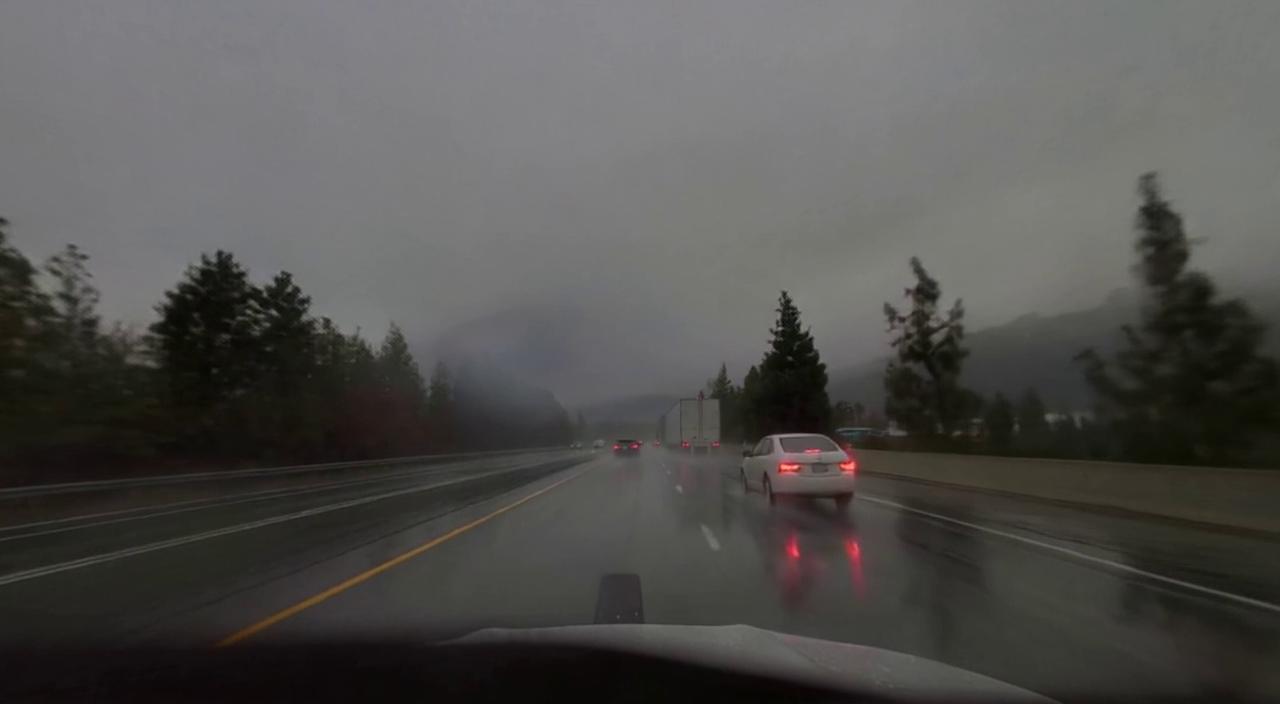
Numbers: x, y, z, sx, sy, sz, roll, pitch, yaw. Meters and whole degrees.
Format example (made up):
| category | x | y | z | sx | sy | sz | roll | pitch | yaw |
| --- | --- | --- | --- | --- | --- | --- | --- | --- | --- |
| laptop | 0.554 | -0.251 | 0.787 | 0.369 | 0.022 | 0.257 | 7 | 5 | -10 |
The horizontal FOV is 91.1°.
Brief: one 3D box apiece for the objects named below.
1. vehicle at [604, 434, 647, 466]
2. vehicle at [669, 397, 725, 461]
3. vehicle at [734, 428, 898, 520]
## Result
| category | x | y | z | sx | sy | sz | roll | pitch | yaw |
| --- | --- | --- | --- | --- | --- | --- | --- | --- | --- |
| vehicle | -0.703 | 5.279 | 34.264 | 2.192 | 1.623 | 4.887 | 0 | -8 | 1 |
| vehicle | 3.959 | 5.828 | 47.015 | 2.919 | 4.004 | 13.911 | 0 | -8 | 0 |
| vehicle | 3.299 | 2.354 | 12.797 | 2.072 | 1.534 | 4.300 | 0 | -8 | 0 |
